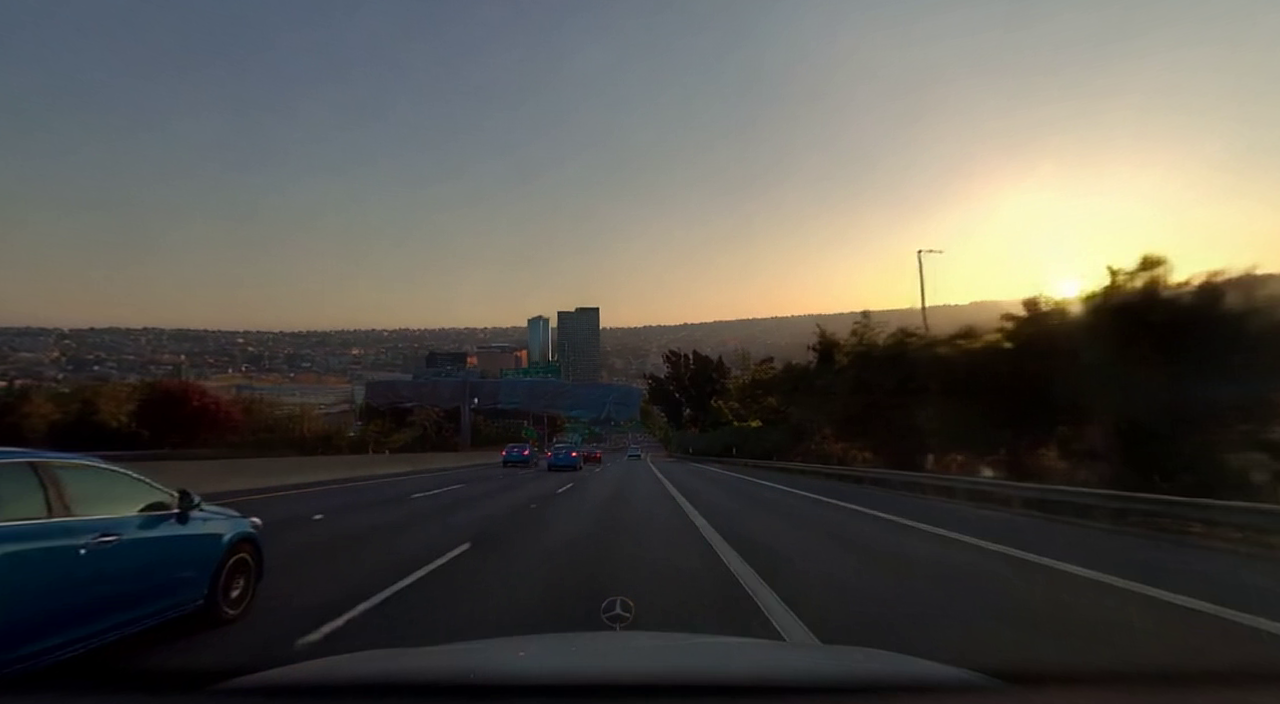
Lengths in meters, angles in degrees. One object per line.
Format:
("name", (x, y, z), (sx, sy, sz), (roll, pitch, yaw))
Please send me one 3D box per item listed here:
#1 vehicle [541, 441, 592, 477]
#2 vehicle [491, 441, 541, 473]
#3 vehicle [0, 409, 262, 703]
("vehicle", (-3.657, 5.393, 32.159), (2.075, 1.702, 4.257), (0, -9, 0))
("vehicle", (-7.589, 6.458, 39.098), (2.040, 1.824, 4.917), (0, -9, 0))
("vehicle", (-3.966, 0.959, 2.527), (2.114, 1.480, 4.473), (0, -9, 0))
